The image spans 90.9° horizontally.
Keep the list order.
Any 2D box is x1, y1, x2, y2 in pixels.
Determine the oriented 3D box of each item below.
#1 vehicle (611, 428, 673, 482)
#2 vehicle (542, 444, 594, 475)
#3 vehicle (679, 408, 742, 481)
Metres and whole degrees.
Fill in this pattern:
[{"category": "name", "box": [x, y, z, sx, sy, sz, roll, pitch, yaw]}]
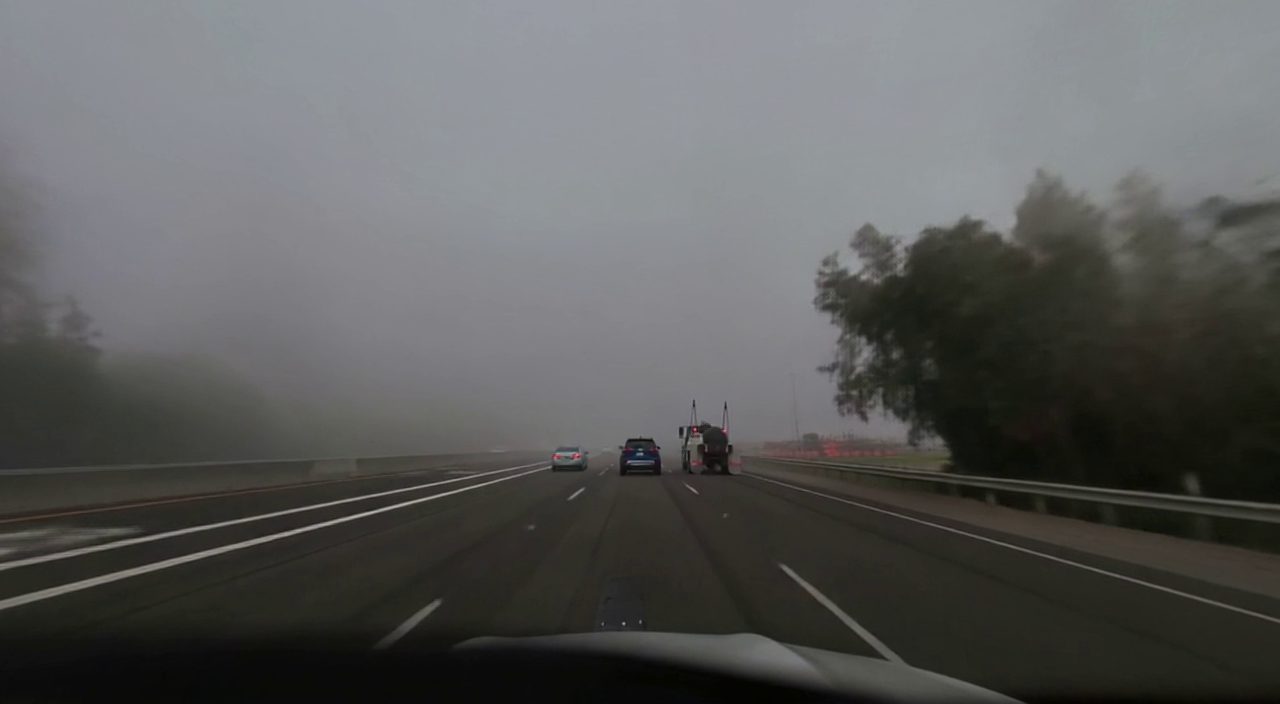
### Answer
[{"category": "vehicle", "box": [0.083, 4.208, 25.960, 2.308, 1.993, 4.631, 0, -8, 1]}, {"category": "vehicle", "box": [-3.601, 5.471, 32.441, 2.096, 1.469, 4.319, 0, -8, 1]}, {"category": "vehicle", "box": [4.026, 5.575, 38.193, 2.793, 3.828, 9.580, 0, -8, 1]}]
